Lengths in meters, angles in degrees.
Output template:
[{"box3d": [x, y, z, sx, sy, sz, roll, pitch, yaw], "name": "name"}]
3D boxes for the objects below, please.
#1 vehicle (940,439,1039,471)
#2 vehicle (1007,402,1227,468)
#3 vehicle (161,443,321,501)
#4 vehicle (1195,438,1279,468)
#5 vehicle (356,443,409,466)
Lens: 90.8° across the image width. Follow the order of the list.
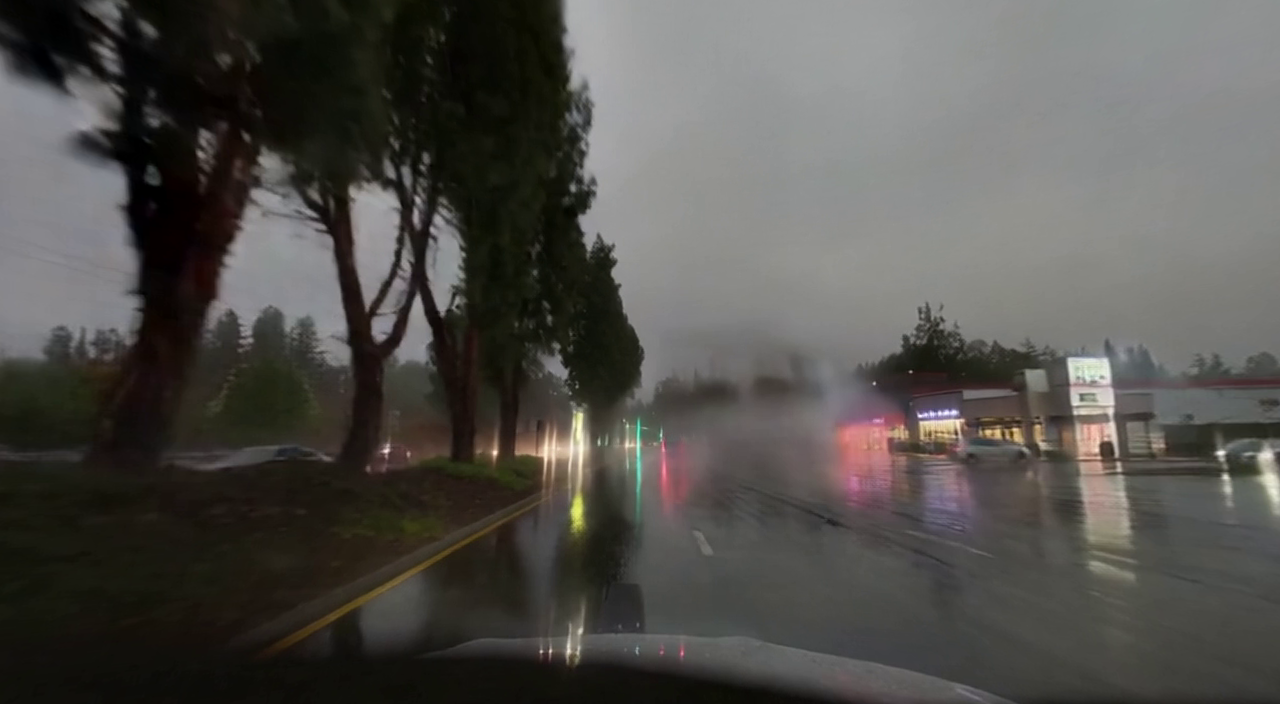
[{"box3d": [18.754, 5.505, 33.934, 4.319, 1.624, 1.988, 2, -9, -13], "name": "vehicle"}, {"box3d": [30.071, 5.249, 40.134, 11.456, 3.682, 3.010, -2, -7, -2], "name": "vehicle"}, {"box3d": [-11.271, 3.377, 18.286, 1.822, 1.444, 4.338, 0, -9, -1], "name": "vehicle"}, {"box3d": [31.044, 5.054, 31.613, 4.610, 1.452, 2.009, 0, -9, -1], "name": "vehicle"}, {"box3d": [-17.965, 7.174, 44.301, 1.881, 1.507, 4.234, -1, -9, 2], "name": "vehicle"}]
